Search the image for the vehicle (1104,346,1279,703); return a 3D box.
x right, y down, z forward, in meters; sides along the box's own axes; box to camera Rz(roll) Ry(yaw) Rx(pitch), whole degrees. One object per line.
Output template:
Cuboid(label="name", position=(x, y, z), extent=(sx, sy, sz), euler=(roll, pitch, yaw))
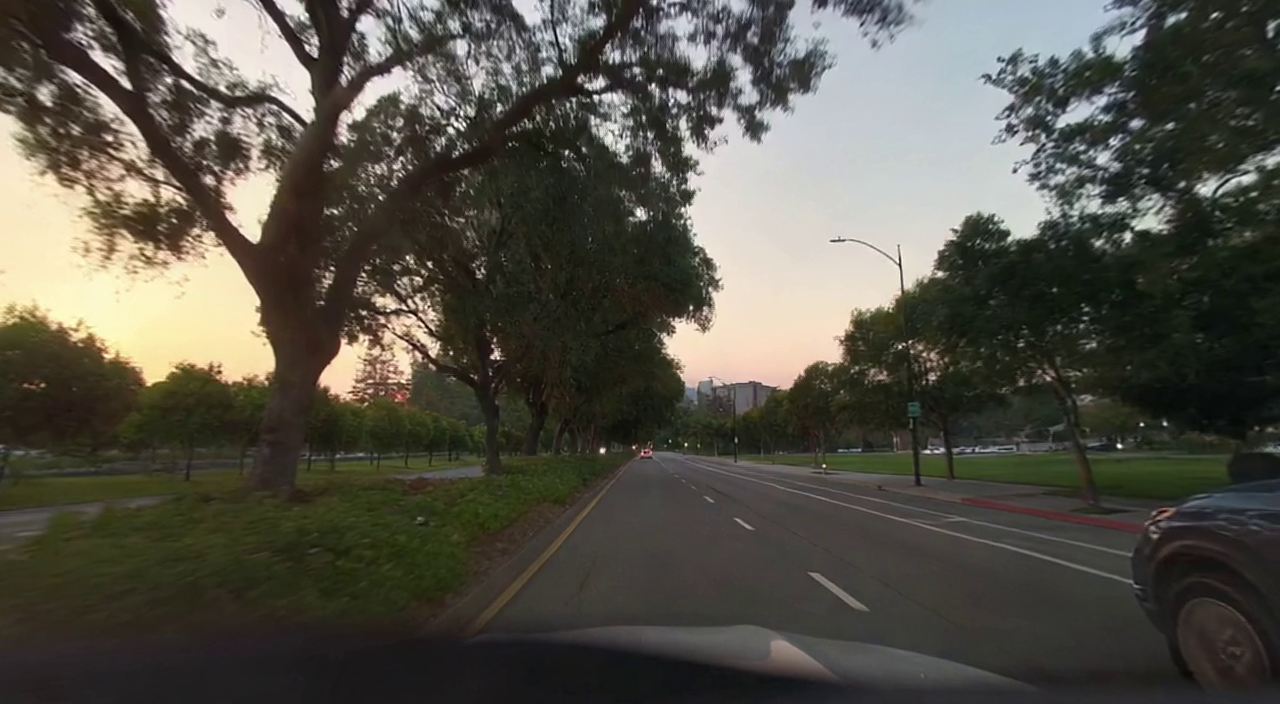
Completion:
Cuboid(label="vehicle", position=(3.726, 0.627, 1.038), extent=(2.087, 1.759, 5.040), euler=(0, -8, 1))
